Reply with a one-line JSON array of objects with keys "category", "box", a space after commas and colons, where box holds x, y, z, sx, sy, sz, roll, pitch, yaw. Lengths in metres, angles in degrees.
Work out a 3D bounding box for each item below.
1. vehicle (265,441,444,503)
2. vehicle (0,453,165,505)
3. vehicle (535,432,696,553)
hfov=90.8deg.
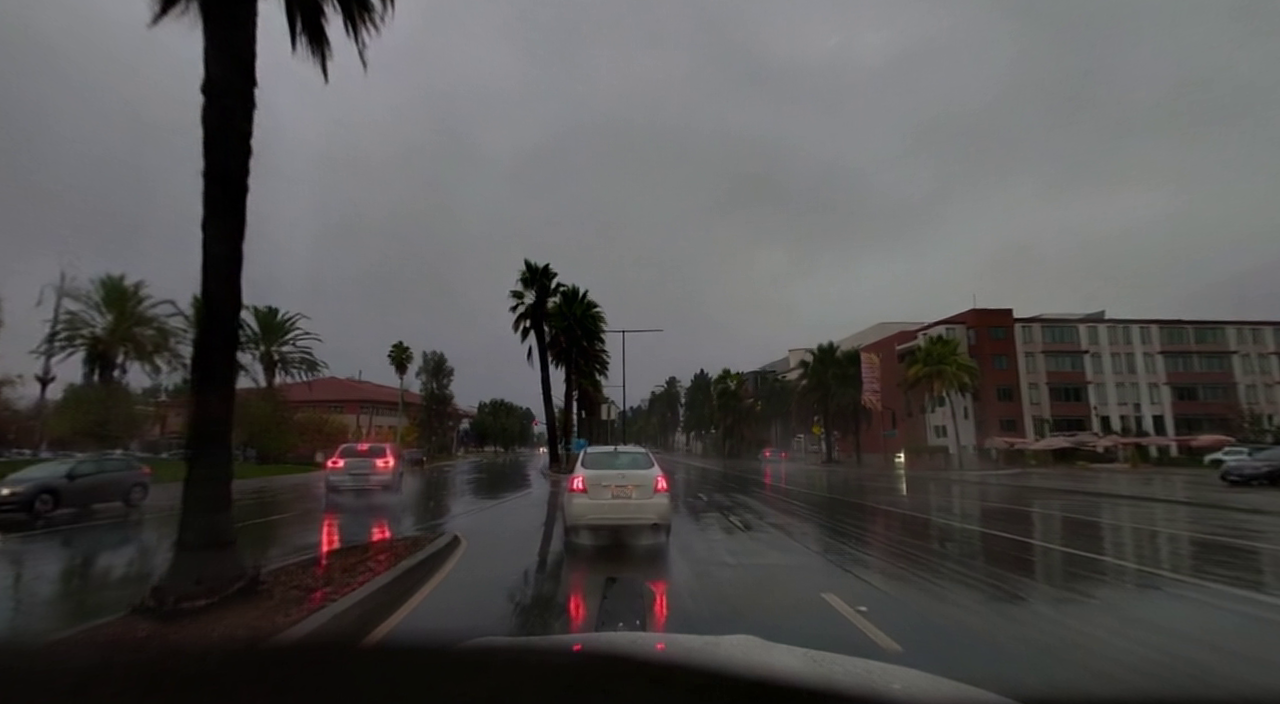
[{"category": "vehicle", "box": [-8.000, 3.297, 17.736, 4.457, 1.552, 2.095, -4, -10, 25]}, {"category": "vehicle", "box": [-17.865, 3.888, 19.641, 4.585, 1.479, 2.088, -1, -9, 4]}, {"category": "vehicle", "box": [-0.639, 2.079, 10.152, 1.986, 1.473, 4.382, 1, -9, -10]}]
